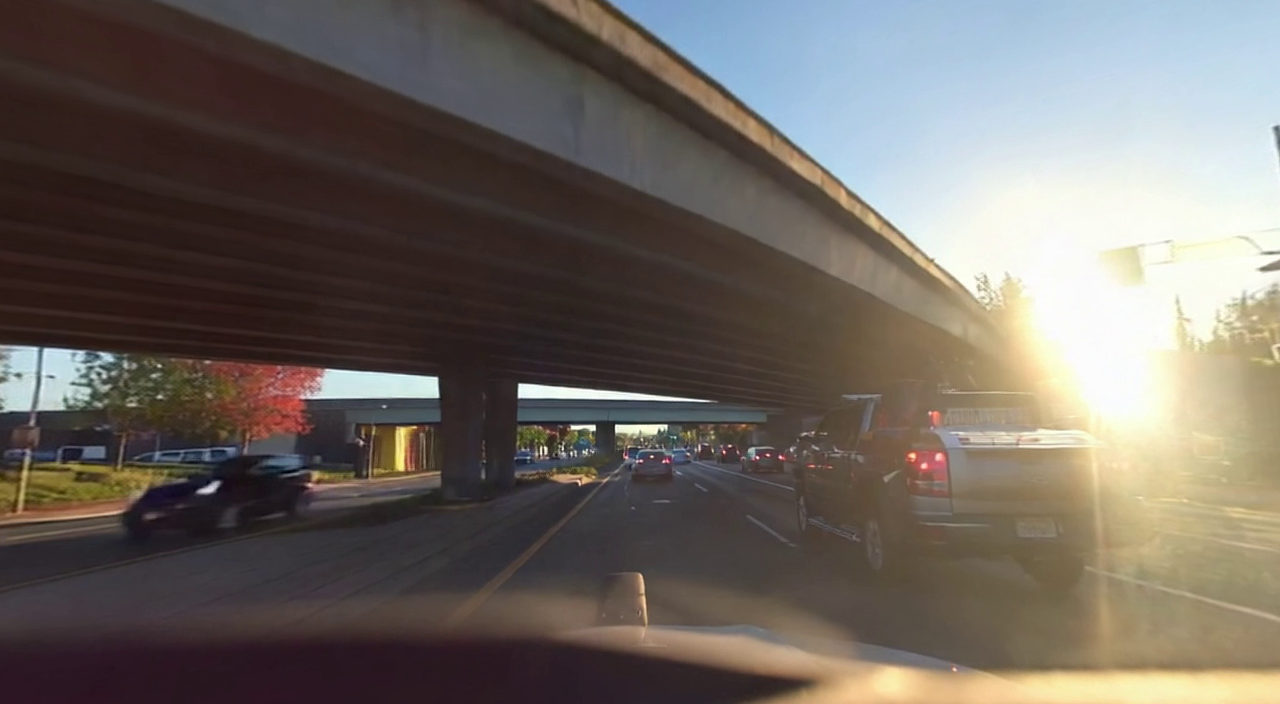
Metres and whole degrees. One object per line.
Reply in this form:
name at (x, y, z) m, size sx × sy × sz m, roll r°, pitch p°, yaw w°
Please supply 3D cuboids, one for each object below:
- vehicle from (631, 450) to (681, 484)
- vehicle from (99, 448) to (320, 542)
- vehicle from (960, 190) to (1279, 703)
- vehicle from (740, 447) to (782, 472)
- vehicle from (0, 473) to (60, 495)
vehicle at (0.677, 5.003, 27.828) m, size 2.027 × 1.341 × 3.775 m, roll 0°, pitch -8°, yaw 1°
vehicle at (-8.742, 2.867, 13.334) m, size 1.897 × 1.663 × 3.838 m, roll 0°, pitch -8°, yaw 0°
vehicle at (3.523, 0.556, 1.833) m, size 2.588 × 2.321 × 4.927 m, roll 0°, pitch -8°, yaw 1°
vehicle at (7.626, 6.840, 40.254) m, size 1.890 × 1.478 × 4.093 m, roll 0°, pitch -8°, yaw 0°
vehicle at (-44.968, 9.611, 45.977) m, size 3.685 × 1.468 × 1.662 m, roll 0°, pitch -9°, yaw -1°
